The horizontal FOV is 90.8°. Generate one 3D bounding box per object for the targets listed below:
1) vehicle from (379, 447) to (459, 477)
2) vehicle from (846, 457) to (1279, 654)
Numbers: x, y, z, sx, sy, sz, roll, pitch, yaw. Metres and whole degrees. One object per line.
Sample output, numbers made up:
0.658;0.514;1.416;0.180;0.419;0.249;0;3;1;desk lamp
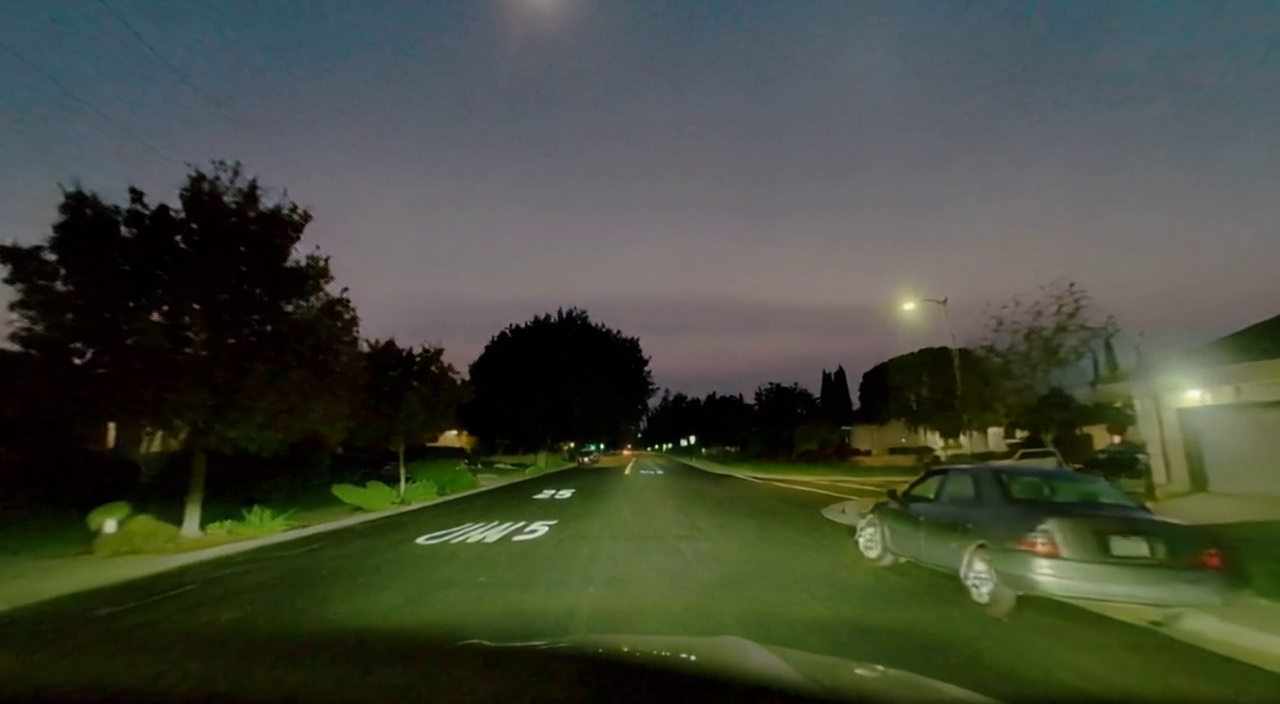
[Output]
-12.959;6.487;37.226;3.921;1.629;1.832;0;-10;2;vehicle
4.096;1.956;7.202;1.952;1.442;4.529;0;-9;0;vehicle
